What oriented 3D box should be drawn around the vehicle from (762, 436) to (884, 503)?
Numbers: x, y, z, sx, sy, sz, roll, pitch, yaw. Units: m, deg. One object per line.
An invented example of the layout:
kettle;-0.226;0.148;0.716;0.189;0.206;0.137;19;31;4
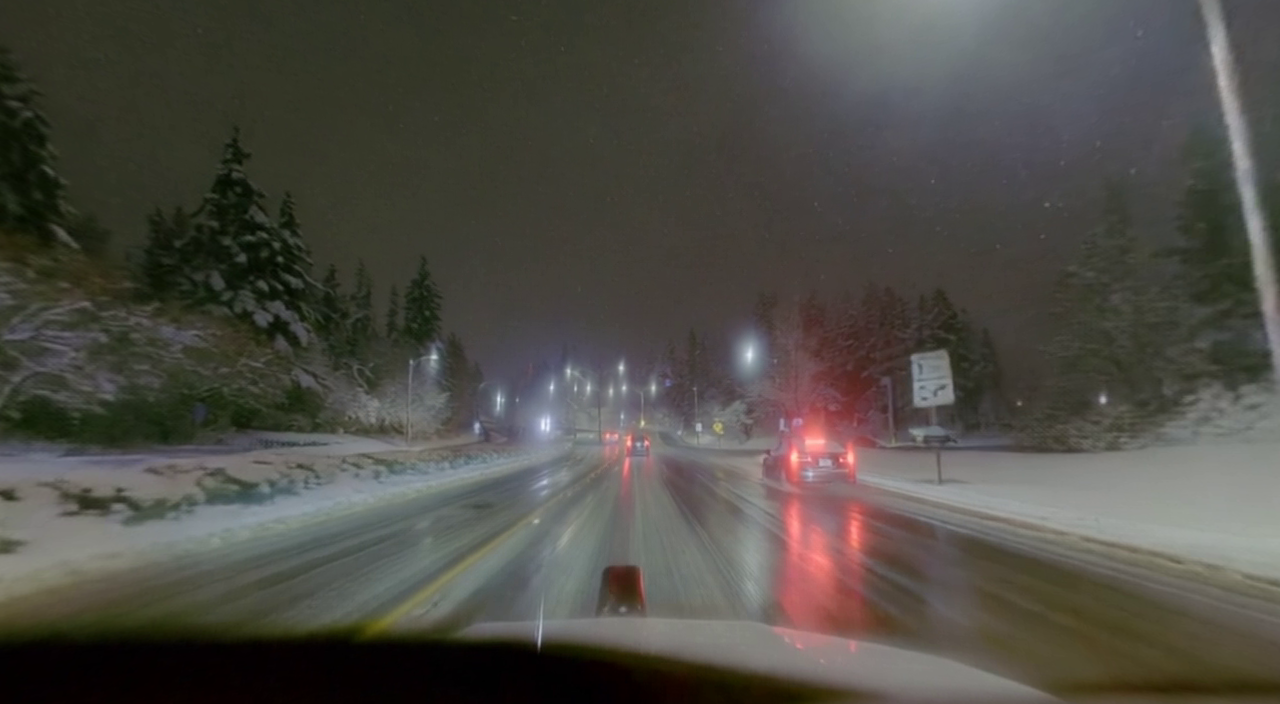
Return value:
vehicle;4.635;3.010;16.628;1.913;1.516;4.322;0;-8;0
